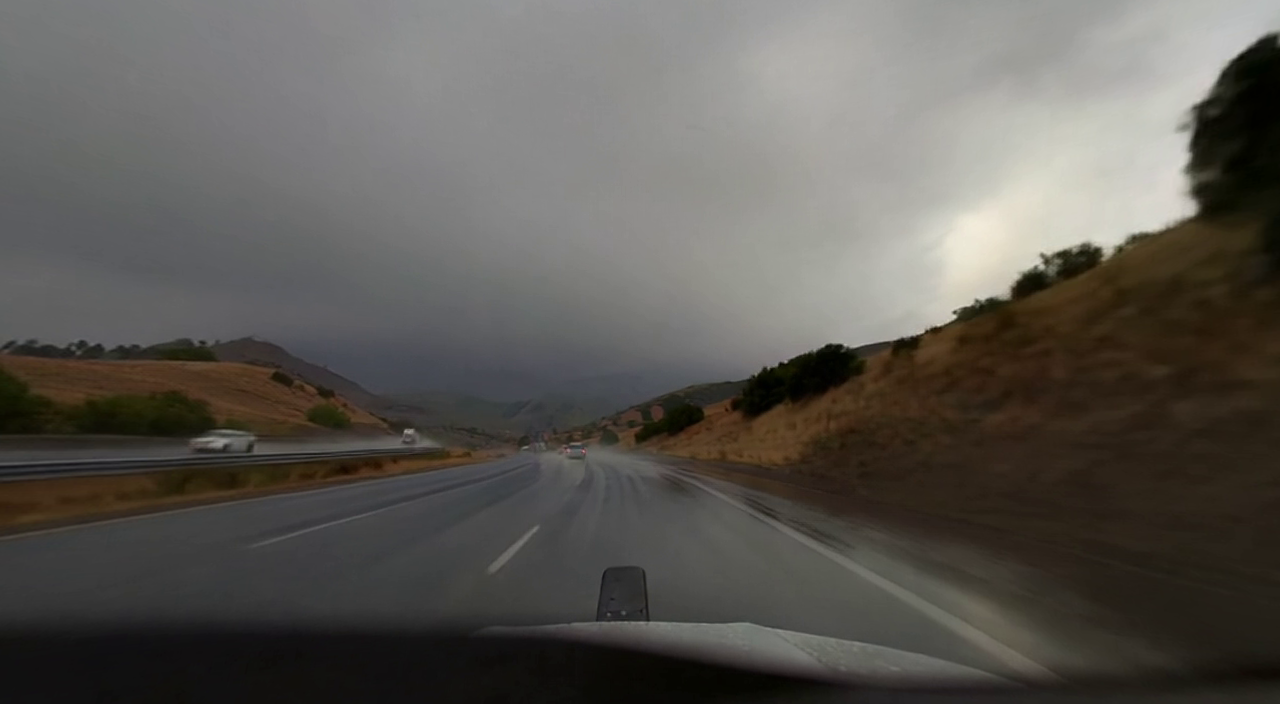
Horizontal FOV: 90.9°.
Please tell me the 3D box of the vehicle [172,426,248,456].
[{"bbox_3d":[-26.295,5.480,38.701,1.972,1.734,4.366,1,-9,-7],"label":"vehicle"}]
